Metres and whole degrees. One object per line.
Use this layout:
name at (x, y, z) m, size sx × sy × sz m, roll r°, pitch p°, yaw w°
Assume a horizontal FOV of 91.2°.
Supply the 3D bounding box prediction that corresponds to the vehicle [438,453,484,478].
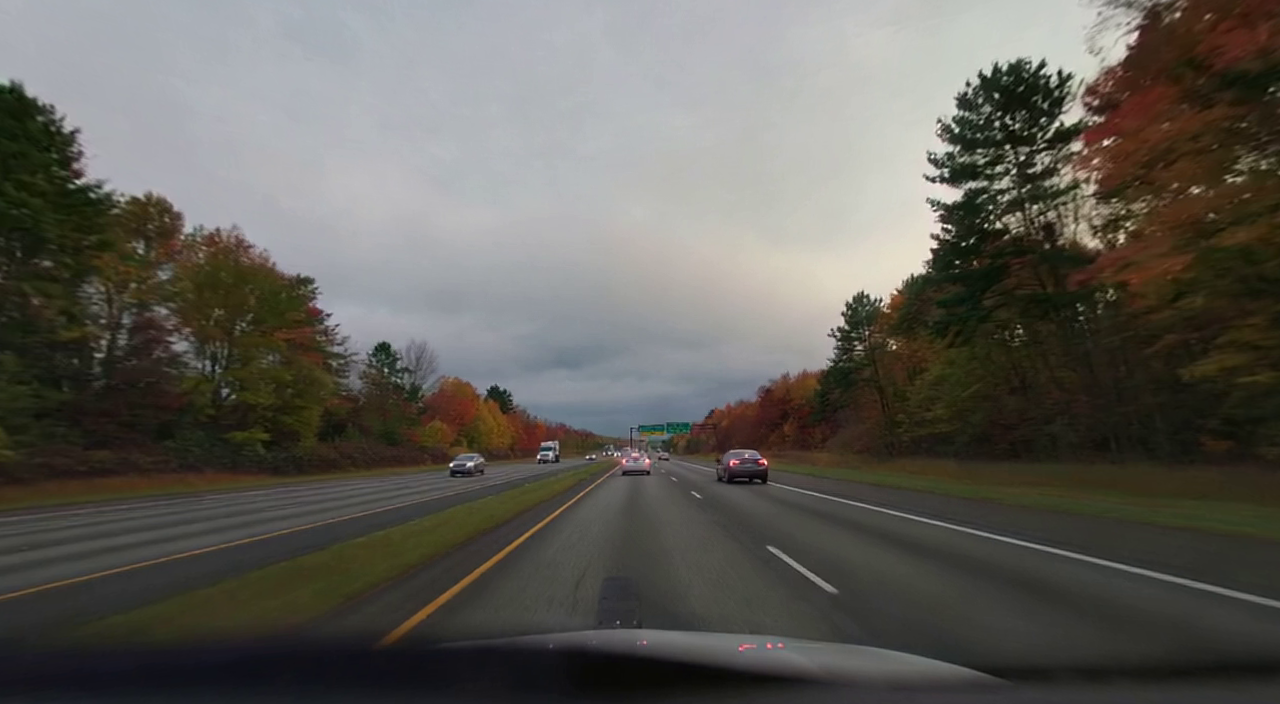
vehicle at (-12.121, 7.691, 42.637) m, size 1.839 × 1.541 × 3.972 m, roll -1°, pitch -9°, yaw 1°

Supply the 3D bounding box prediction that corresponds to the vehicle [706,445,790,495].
vehicle at (3.636, 4.074, 21.957) m, size 2.119 × 1.557 × 4.163 m, roll 0°, pitch -9°, yaw -1°

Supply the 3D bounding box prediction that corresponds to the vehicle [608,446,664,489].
vehicle at (-0.164, 4.677, 25.767) m, size 2.070 × 1.546 × 4.648 m, roll 0°, pitch -9°, yaw 0°
